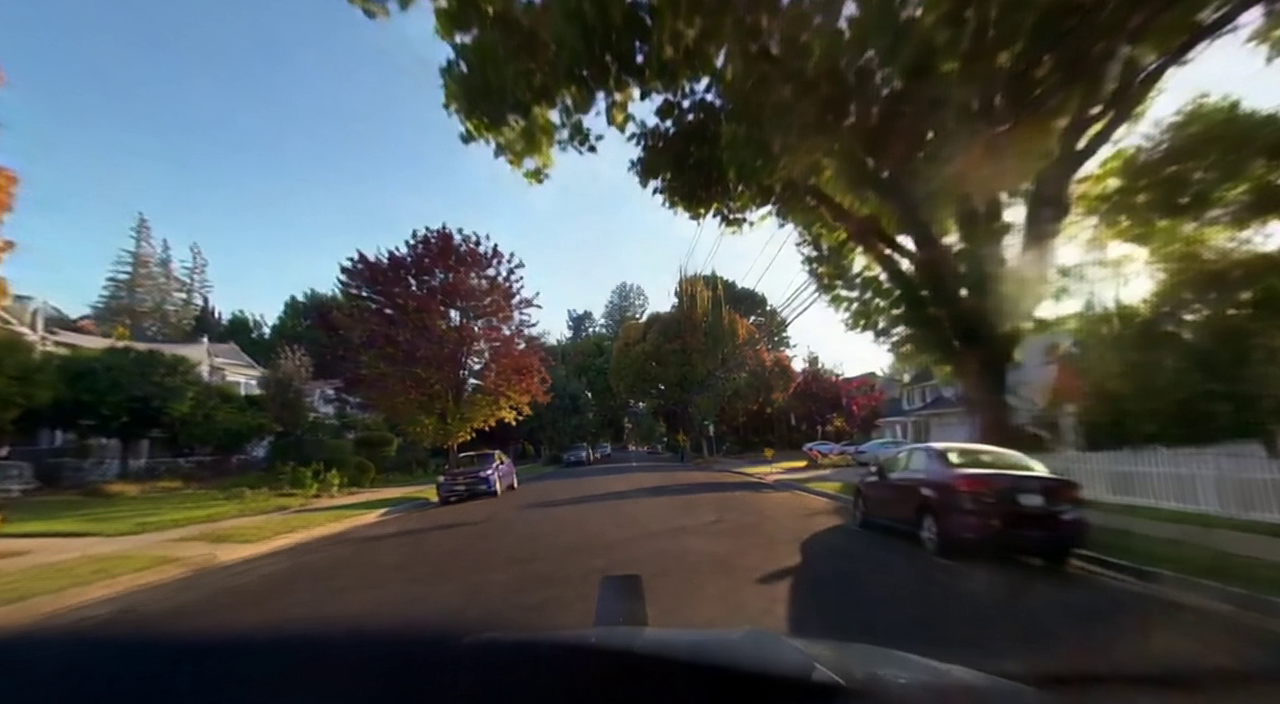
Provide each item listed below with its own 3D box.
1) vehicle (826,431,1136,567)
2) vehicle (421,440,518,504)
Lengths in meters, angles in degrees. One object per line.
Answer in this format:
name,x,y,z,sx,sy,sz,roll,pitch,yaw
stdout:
vehicle,4.598,2.018,9.486,2.170,1.549,4.178,0,-9,-3
vehicle,-5.403,3.801,20.597,1.970,1.666,4.223,-3,-7,0
